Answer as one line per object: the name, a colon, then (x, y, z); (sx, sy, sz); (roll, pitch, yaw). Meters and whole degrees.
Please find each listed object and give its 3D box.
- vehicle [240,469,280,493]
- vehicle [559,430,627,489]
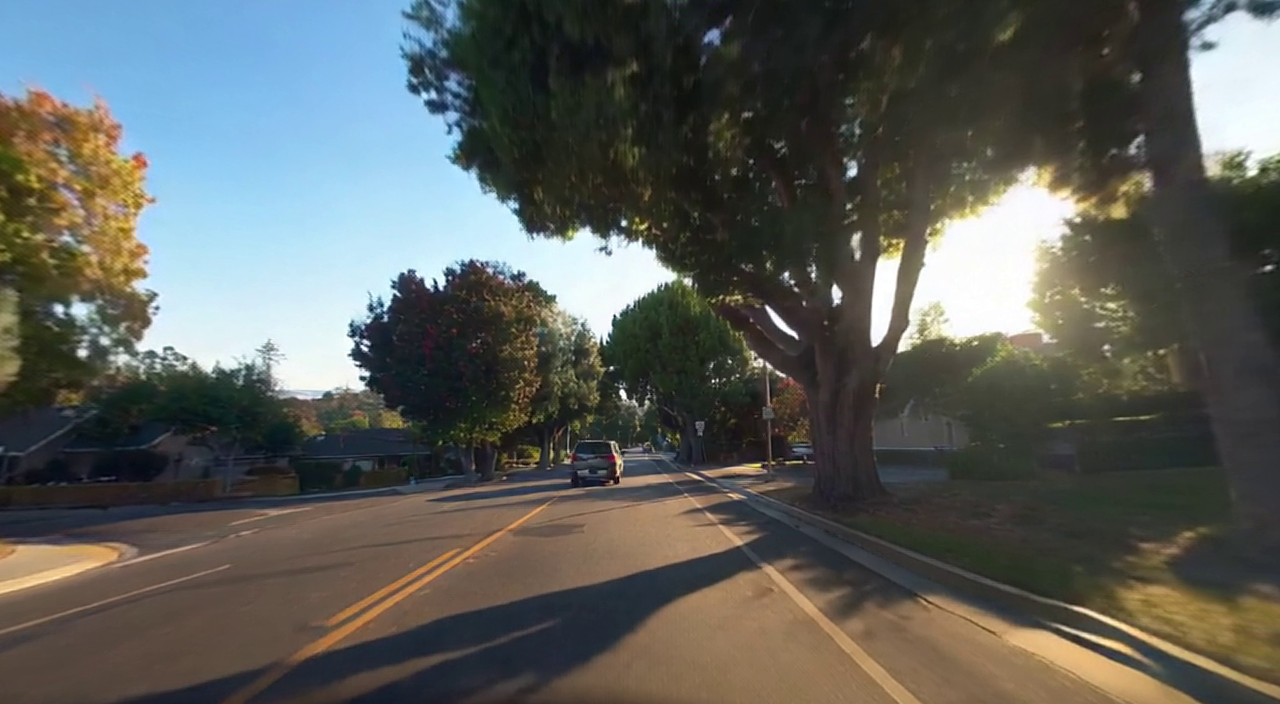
vehicle: (-30.003, 10.160, 49.974); (1.926, 1.552, 4.355); (3, -9, -21)
vehicle: (-1.702, 4.127, 24.614); (2.210, 2.023, 4.663); (0, -8, 1)
